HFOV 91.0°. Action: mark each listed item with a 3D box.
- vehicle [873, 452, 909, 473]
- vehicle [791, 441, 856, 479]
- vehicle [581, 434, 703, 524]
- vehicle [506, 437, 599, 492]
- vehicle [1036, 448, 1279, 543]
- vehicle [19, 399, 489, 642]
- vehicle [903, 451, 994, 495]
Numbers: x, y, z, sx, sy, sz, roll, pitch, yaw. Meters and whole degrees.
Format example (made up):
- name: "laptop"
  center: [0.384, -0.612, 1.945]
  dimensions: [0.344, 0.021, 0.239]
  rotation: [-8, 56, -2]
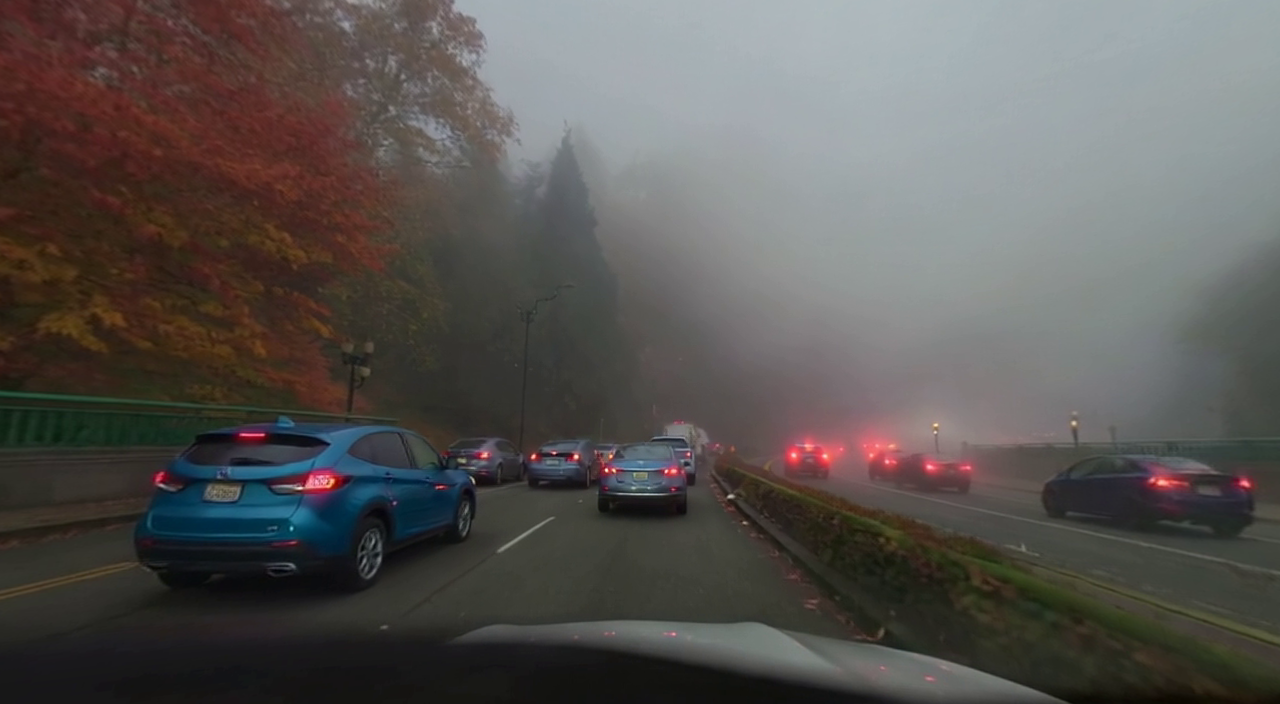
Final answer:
- name: "vehicle"
  center: [19.531, 8.605, 49.190]
  dimensions: [1.828, 1.479, 4.391]
  rotation: [-1, -9, 12]
- name: "vehicle"
  center: [8.035, 4.757, 28.026]
  dimensions: [1.944, 1.544, 4.301]
  rotation: [0, -9, 5]
- name: "vehicle"
  center: [0.193, 2.507, 13.012]
  dimensions: [2.090, 1.506, 4.276]
  rotation: [0, -9, 4]
- name: "vehicle"
  center: [-2.664, 3.591, 20.457]
  dimensions: [1.974, 1.549, 4.603]
  rotation: [0, -9, 5]
- name: "vehicle"
  center: [10.497, 2.795, 13.015]
  dimensions: [1.934, 1.585, 4.397]
  rotation: [0, -9, 3]
- name: "vehicle"
  center: [-3.200, 1.470, 6.540]
  dimensions: [1.988, 1.635, 4.260]
  rotation: [0, -9, 3]
- name: "vehicle"
  center: [11.598, 4.541, 23.945]
  dimensions: [1.749, 1.481, 3.808]
  rotation: [0, -9, 4]
